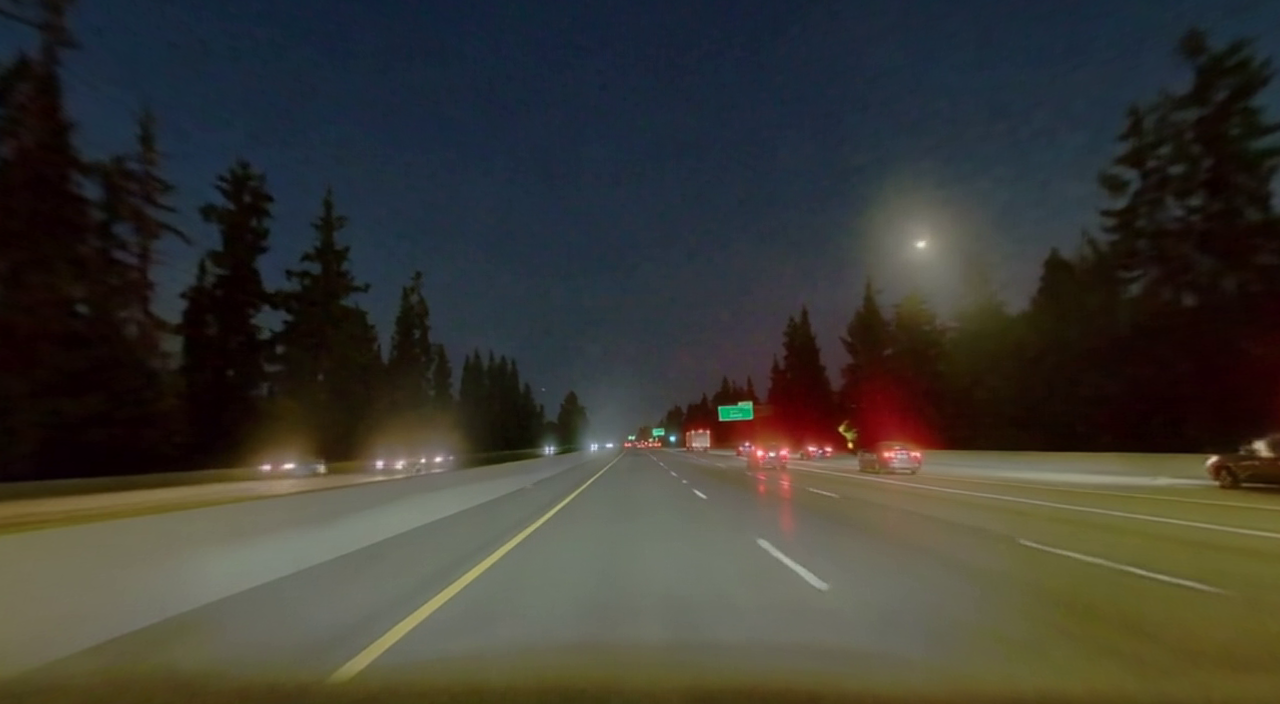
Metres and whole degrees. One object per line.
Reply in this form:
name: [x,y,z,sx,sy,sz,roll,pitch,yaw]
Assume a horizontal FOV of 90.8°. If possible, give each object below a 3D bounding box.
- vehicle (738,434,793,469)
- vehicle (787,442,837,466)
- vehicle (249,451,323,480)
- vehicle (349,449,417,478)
vehicle: [7.081,5.655,36.060,2.098,1.820,4.505,0,-9,-2]
vehicle: [10.923,6.497,40.395,1.931,1.479,4.183,0,-9,-1]
vehicle: [-24.682,7.880,44.300,2.302,1.848,4.869,0,-9,0]
vehicle: [-15.755,6.829,39.040,2.345,1.623,4.641,0,-9,-2]
